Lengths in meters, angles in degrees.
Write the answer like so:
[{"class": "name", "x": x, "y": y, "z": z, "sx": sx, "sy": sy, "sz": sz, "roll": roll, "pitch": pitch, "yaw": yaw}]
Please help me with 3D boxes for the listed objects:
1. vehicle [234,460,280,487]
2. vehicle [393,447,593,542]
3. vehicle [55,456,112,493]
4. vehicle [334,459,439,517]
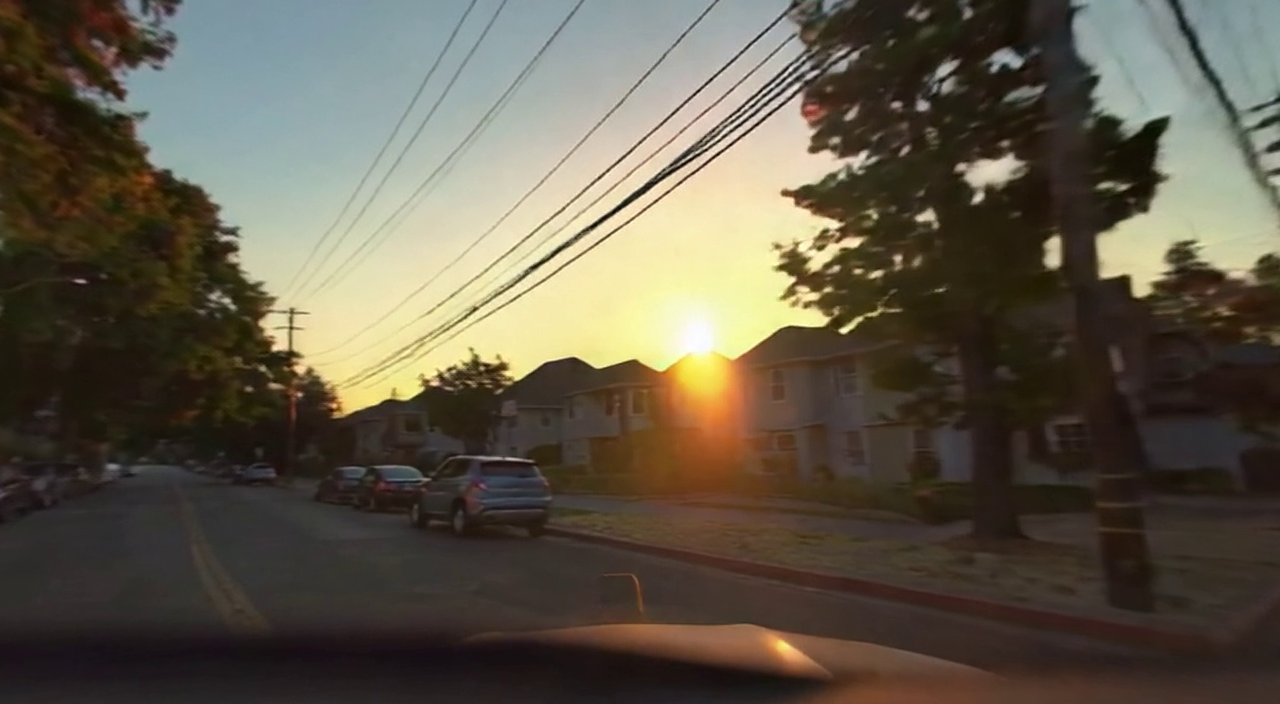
[{"class": "vehicle", "x": -28.051, "y": 8.920, "z": 45.916, "sx": 2.328, "sy": 1.730, "sz": 4.225, "roll": 7, "pitch": -14, "yaw": -36}, {"class": "vehicle", "x": -3.413, "y": 2.957, "z": 13.682, "sx": 2.272, "sy": 1.626, "sz": 5.170, "roll": 9, "pitch": -13, "yaw": -36}, {"class": "vehicle", "x": -41.076, "y": 8.997, "z": 46.476, "sx": 2.376, "sy": 2.219, "sz": 6.021, "roll": 3, "pitch": -8, "yaw": -35}, {"class": "vehicle", "x": -8.190, "y": 4.220, "z": 20.018, "sx": 1.868, "sy": 1.494, "sz": 4.652, "roll": 6, "pitch": -11, "yaw": -37}]
